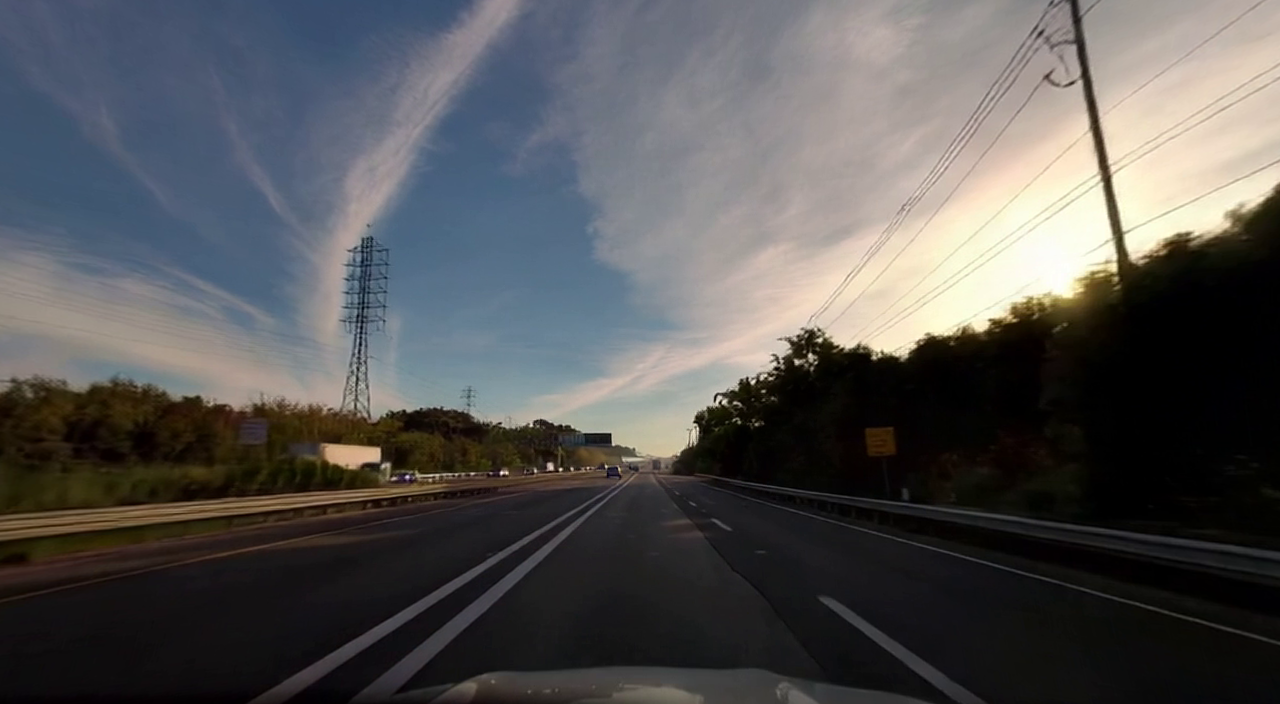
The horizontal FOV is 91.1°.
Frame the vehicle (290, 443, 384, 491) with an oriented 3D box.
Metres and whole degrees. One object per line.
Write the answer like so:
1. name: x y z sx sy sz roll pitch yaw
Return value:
1. vehicle: -20.336 7.815 42.686 2.644 2.909 6.992 0 -11 1
